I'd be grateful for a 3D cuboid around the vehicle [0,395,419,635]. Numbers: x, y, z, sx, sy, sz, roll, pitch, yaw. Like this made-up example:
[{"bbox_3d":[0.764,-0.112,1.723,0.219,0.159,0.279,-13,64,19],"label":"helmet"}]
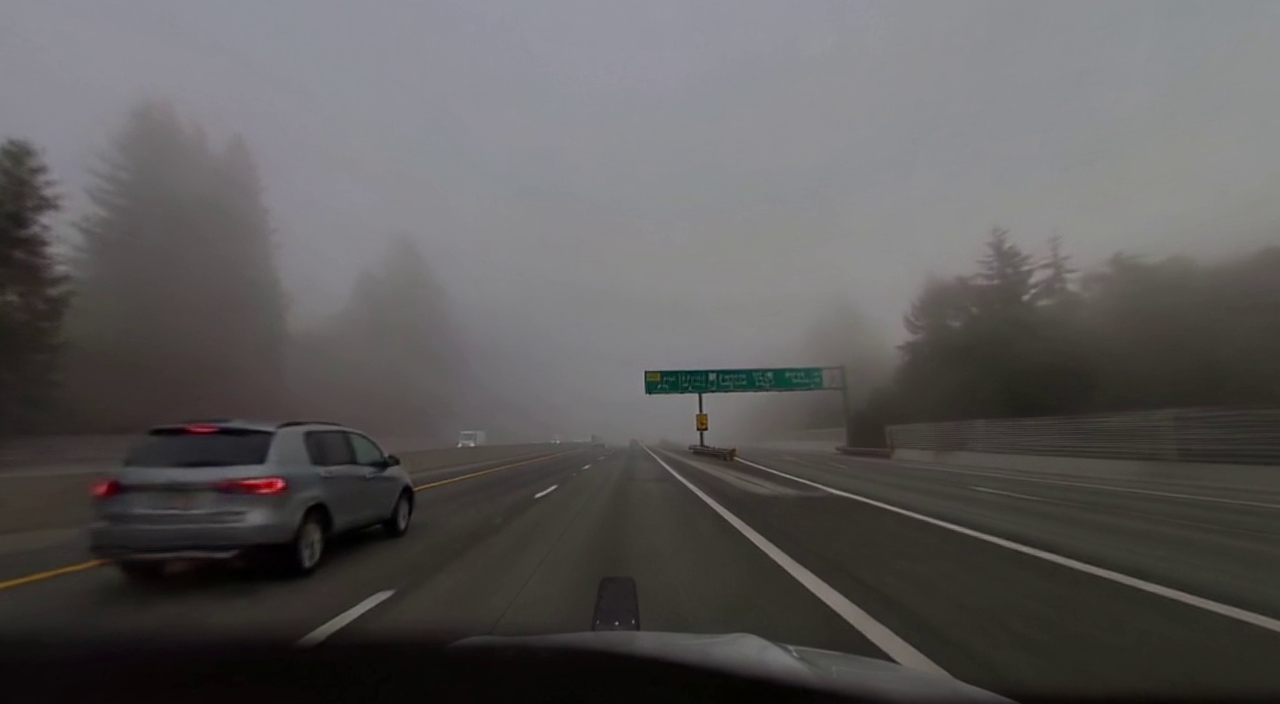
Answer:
[{"bbox_3d":[-4.105,1.415,6.548,2.129,1.641,4.263,0,-8,-1],"label":"vehicle"}]
